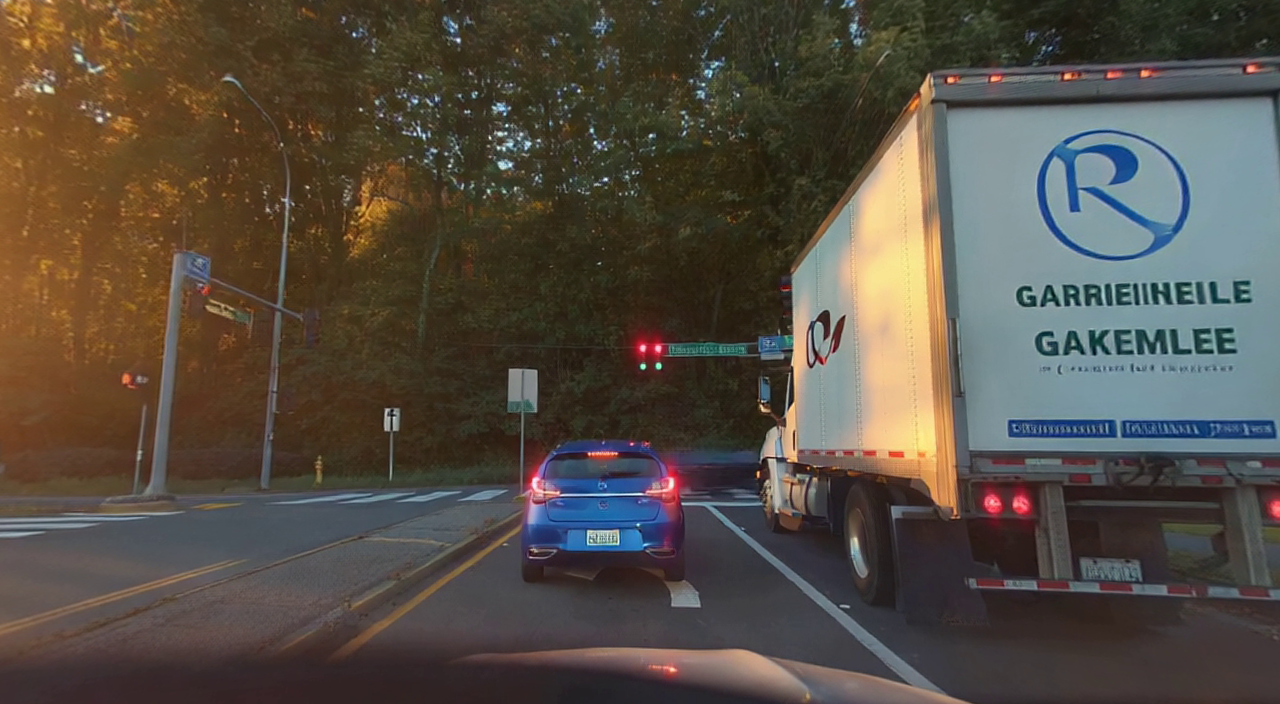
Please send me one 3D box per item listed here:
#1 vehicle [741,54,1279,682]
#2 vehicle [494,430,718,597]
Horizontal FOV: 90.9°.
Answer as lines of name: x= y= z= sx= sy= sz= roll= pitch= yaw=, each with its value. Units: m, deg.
vehicle: x=3.510 y=0.706 z=8.568 sx=2.884 sy=3.753 sz=9.763 roll=0 pitch=-9 yaw=2
vehicle: x=-0.337 y=1.708 z=7.426 sx=1.975 sy=1.457 sz=3.526 roll=0 pitch=-9 yaw=-1
